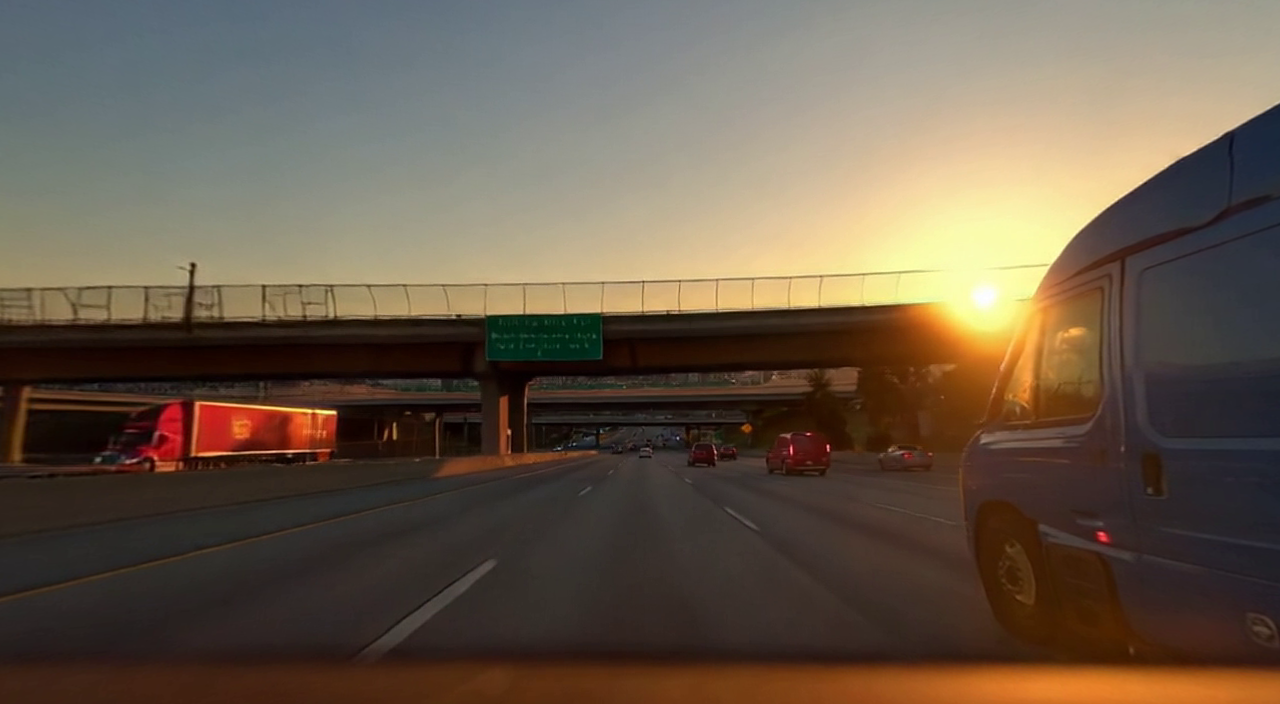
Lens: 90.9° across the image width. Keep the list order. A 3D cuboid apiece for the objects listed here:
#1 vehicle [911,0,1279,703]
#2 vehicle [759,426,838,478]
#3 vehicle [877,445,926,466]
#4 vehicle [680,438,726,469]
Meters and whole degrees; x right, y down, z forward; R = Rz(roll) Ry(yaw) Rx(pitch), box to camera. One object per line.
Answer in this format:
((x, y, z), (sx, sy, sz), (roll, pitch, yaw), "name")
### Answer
((3.257, 0.118, 1.022), (2.436, 2.745, 7.034), (0, -8, 0), "vehicle")
((7.419, 4.759, 30.204), (2.301, 2.203, 5.419), (0, -8, 0), "vehicle")
((19.099, 7.531, 46.186), (1.802, 1.463, 4.148), (0, -8, 0), "vehicle")
((4.143, 6.821, 42.637), (2.464, 1.961, 5.520), (0, -8, -1), "vehicle")
